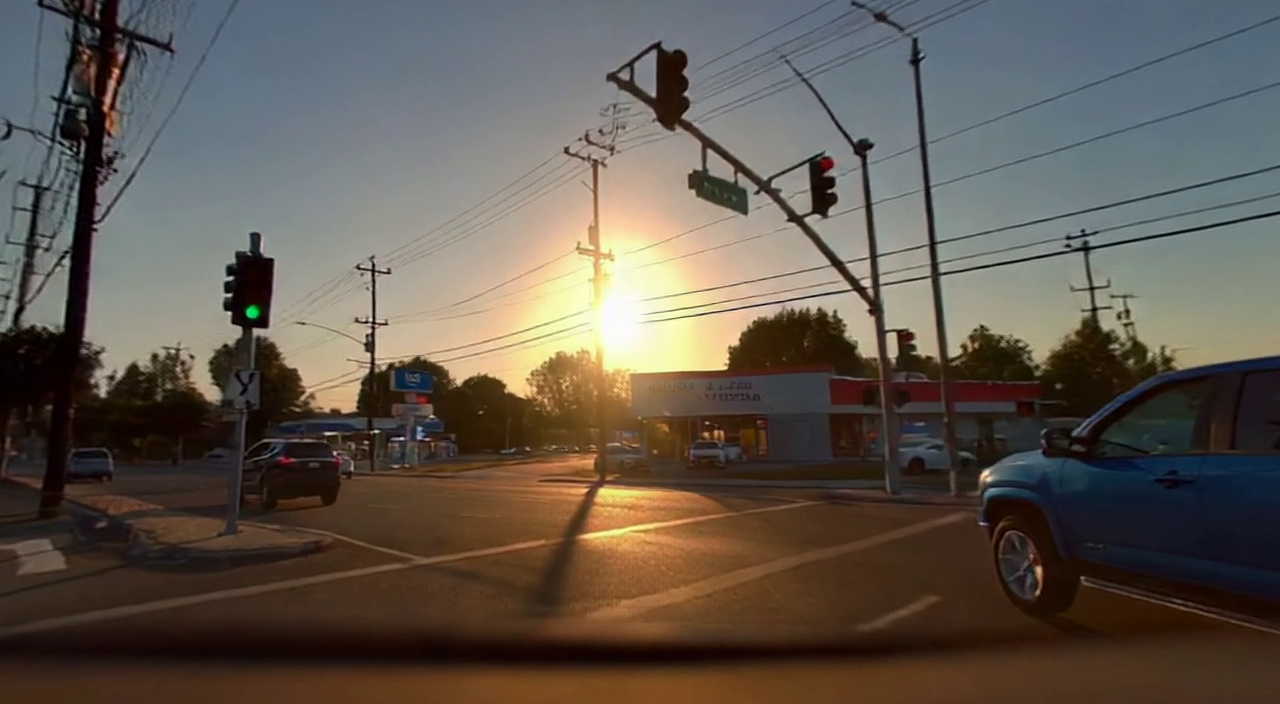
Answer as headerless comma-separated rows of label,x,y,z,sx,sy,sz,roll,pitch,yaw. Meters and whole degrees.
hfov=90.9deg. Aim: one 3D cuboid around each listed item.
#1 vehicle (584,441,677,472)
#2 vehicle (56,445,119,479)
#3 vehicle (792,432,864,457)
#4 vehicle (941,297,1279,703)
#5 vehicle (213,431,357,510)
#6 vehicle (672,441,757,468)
vehicle,-0.438,5.485,33.394,4.661,1.480,1.913,6,-10,-36
vehicle,-30.940,6.089,35.227,4.498,1.725,1.921,-7,-11,41
vehicle,13.804,6.792,46.426,4.669,1.726,1.883,-7,-11,42
vehicle,3.564,0.654,2.155,2.036,1.818,5.192,1,-8,-6
vehicle,-9.935,3.156,17.448,2.141,1.842,4.889,8,-11,-44
vehicle,4.217,5.792,35.854,4.495,1.399,1.715,3,-9,-20
